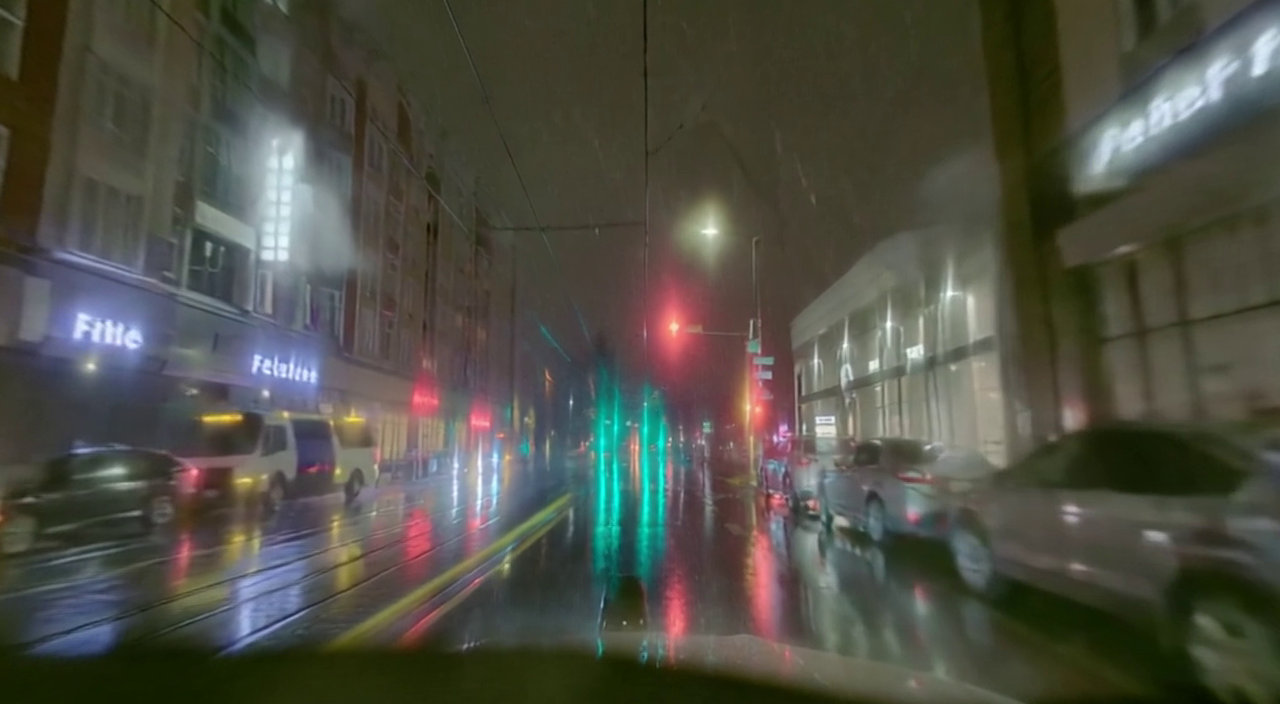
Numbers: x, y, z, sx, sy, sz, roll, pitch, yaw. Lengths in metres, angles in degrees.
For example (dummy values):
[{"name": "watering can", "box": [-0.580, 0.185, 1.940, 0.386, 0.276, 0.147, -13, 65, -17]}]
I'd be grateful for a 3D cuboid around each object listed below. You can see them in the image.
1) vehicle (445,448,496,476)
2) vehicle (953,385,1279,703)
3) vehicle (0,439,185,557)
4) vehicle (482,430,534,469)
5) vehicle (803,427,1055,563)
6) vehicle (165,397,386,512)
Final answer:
[{"name": "vehicle", "box": [-9.719, 6.328, 36.410, 1.897, 1.464, 4.209, 0, -8, -2]}, {"name": "vehicle", "box": [3.676, 1.040, 3.552, 1.815, 1.537, 3.799, 0, -9, 0]}, {"name": "vehicle", "box": [-10.012, 2.255, 10.229, 1.837, 1.668, 4.354, -1, -8, 2]}, {"name": "vehicle", "box": [-10.028, 7.493, 48.633, 2.378, 2.765, 7.920, 0, -8, 0]}, {"name": "vehicle", "box": [3.786, 1.913, 9.213, 1.752, 1.510, 4.191, 0, -8, 1]}, {"name": "vehicle", "box": [-10.059, 2.942, 18.369, 2.291, 2.745, 6.492, -1, -9, 2]}]
